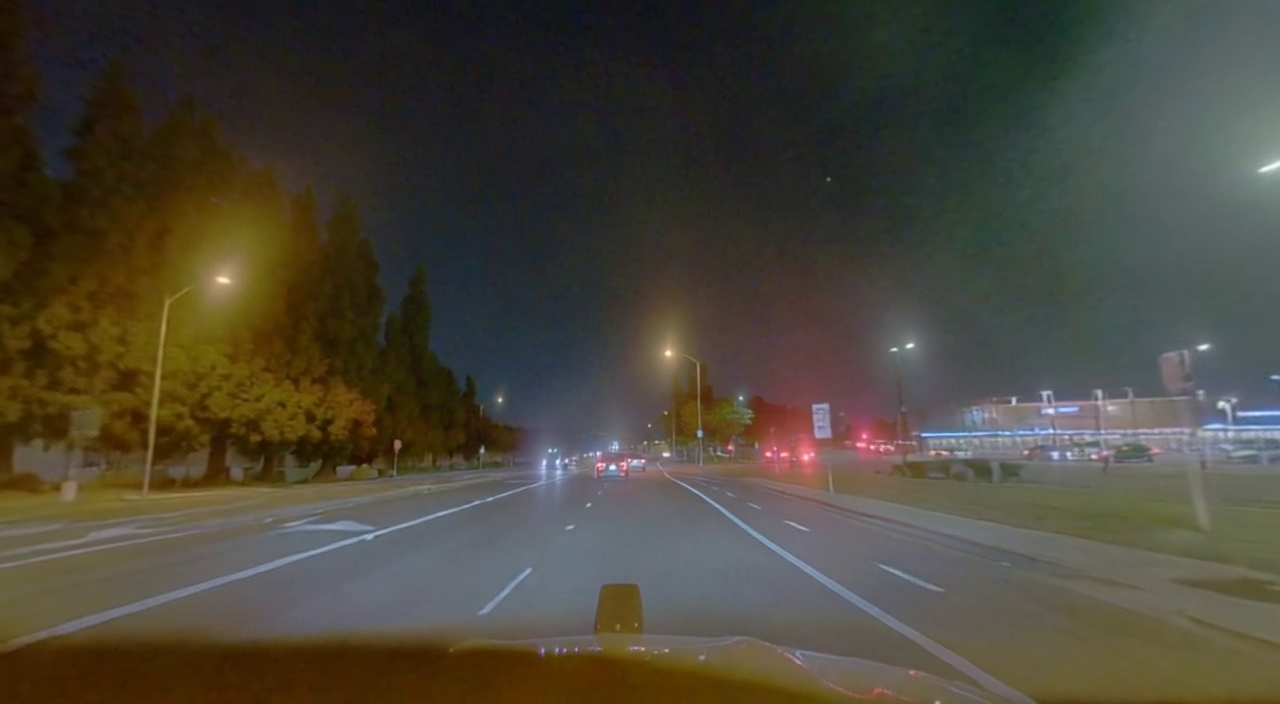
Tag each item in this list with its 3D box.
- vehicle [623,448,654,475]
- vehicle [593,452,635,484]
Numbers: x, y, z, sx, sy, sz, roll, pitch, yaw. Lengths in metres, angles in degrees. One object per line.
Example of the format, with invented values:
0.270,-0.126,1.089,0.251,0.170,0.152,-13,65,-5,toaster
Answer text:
-0.157,7.662,44.459,2.046,1.768,4.370,1,-9,-3,vehicle
-1.262,5.628,30.880,1.917,1.418,3.987,1,-9,-2,vehicle
